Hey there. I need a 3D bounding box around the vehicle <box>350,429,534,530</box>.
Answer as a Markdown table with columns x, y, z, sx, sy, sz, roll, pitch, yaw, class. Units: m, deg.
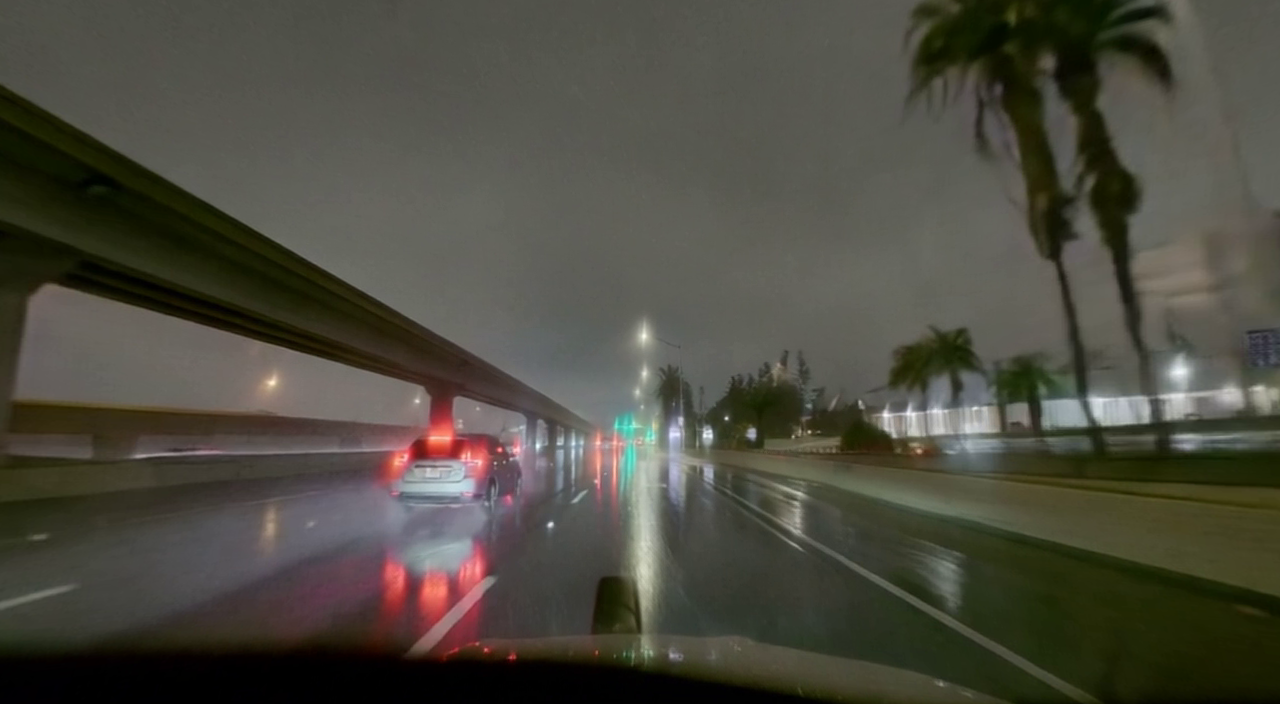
| x | y | z | sx | sy | sz | roll | pitch | yaw | class |
| --- | --- | --- | --- | --- | --- | --- | --- | --- | --- |
| -3.371 | 2.269 | 11.884 | 1.978 | 1.499 | 4.695 | 0 | -8 | 0 | vehicle |
